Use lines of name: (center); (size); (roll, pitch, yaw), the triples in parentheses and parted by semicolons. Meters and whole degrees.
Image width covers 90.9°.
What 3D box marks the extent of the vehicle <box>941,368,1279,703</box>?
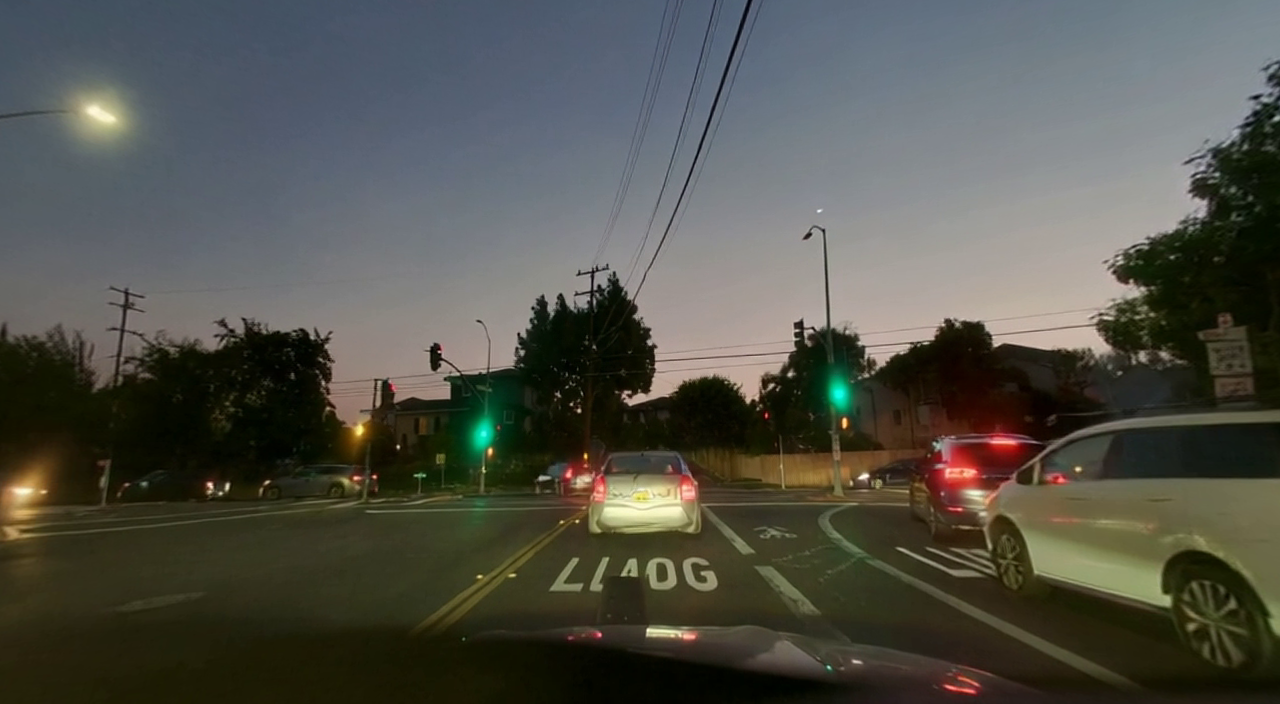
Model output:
vehicle: (4.572, 1.278, 5.131); (2.095, 1.836, 4.895); (-1, -8, 4)

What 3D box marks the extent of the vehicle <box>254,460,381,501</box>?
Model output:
vehicle: (-13.885, 5.507, 27.245); (4.485, 1.625, 1.980); (-2, -9, 10)

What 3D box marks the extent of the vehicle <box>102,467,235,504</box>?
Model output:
vehicle: (-21.080, 5.946, 28.261); (4.736, 1.475, 1.921); (-2, -9, 9)

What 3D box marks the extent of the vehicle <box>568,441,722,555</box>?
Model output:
vehicle: (0.105, 2.313, 10.824); (2.078, 1.506, 4.512); (0, -8, 1)
